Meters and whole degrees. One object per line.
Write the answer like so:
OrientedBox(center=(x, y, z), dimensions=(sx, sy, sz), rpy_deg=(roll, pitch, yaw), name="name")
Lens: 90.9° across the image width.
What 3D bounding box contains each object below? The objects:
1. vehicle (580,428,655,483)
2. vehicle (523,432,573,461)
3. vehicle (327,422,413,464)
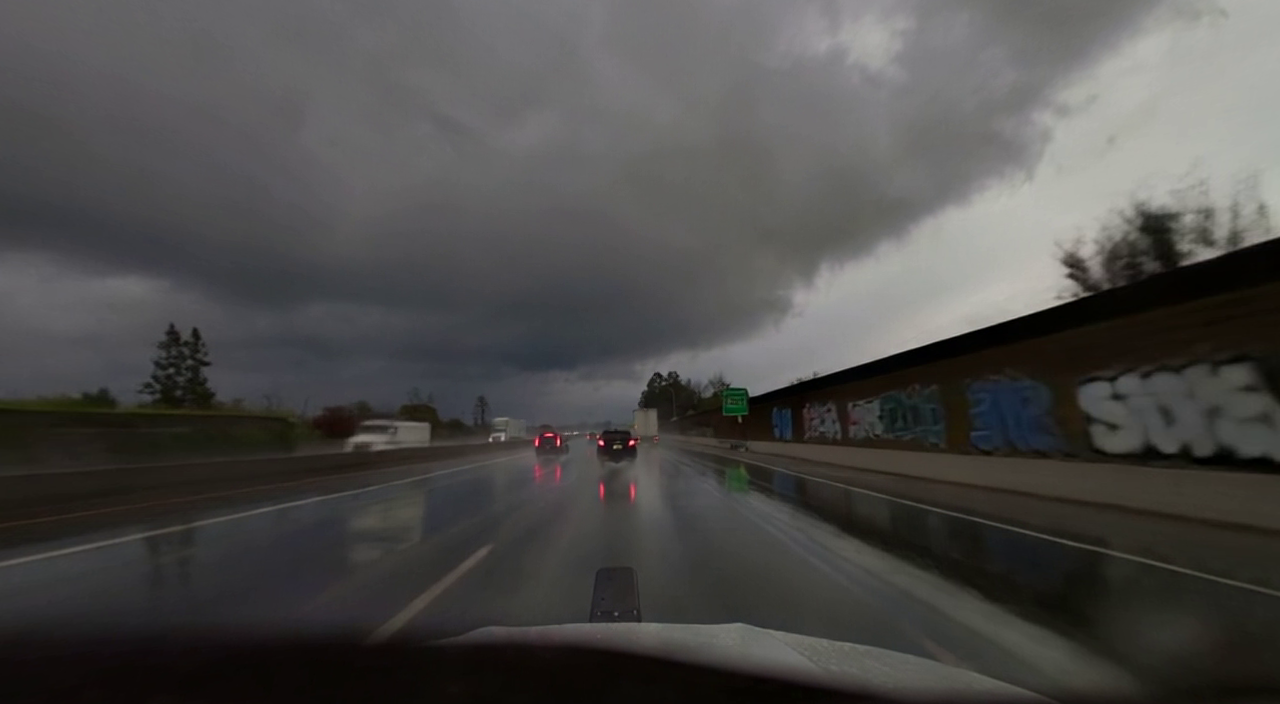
OrientedBox(center=(-0.648, 3.090, 19.116), dimensions=(2.044, 1.477, 3.693), rpy_deg=(0, -8, -1), name="vehicle")
OrientedBox(center=(-4.876, 5.080, 33.896), dimensions=(2.022, 1.440, 4.491), rpy_deg=(0, -8, 0), name="vehicle")
OrientedBox(center=(-13.417, 4.565, 31.687), dimensions=(2.115, 1.912, 5.144), rpy_deg=(0, -8, -1), name="vehicle")
